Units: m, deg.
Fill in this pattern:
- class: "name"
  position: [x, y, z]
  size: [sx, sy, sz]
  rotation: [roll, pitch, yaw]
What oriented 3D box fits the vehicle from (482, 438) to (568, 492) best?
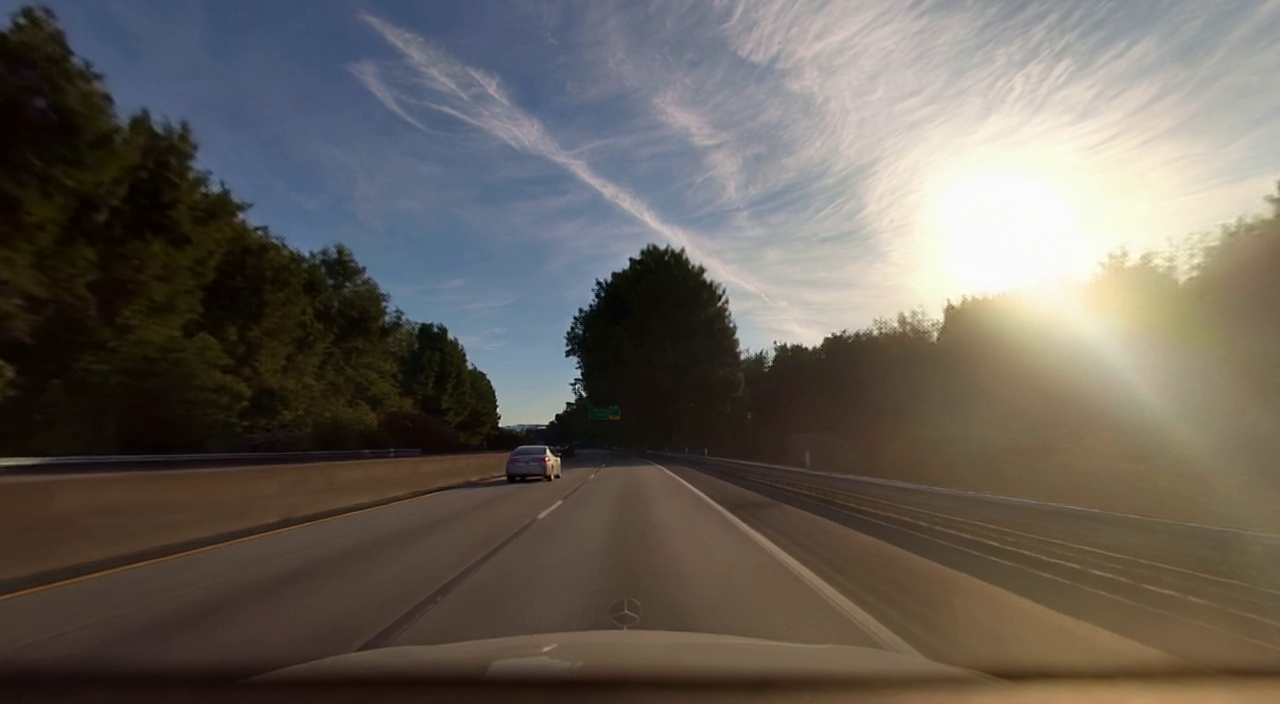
- class: "vehicle"
  position: [-3.543, 3.572, 20.213]
  size: [1.990, 1.532, 3.911]
  rotation: [0, -9, 0]
